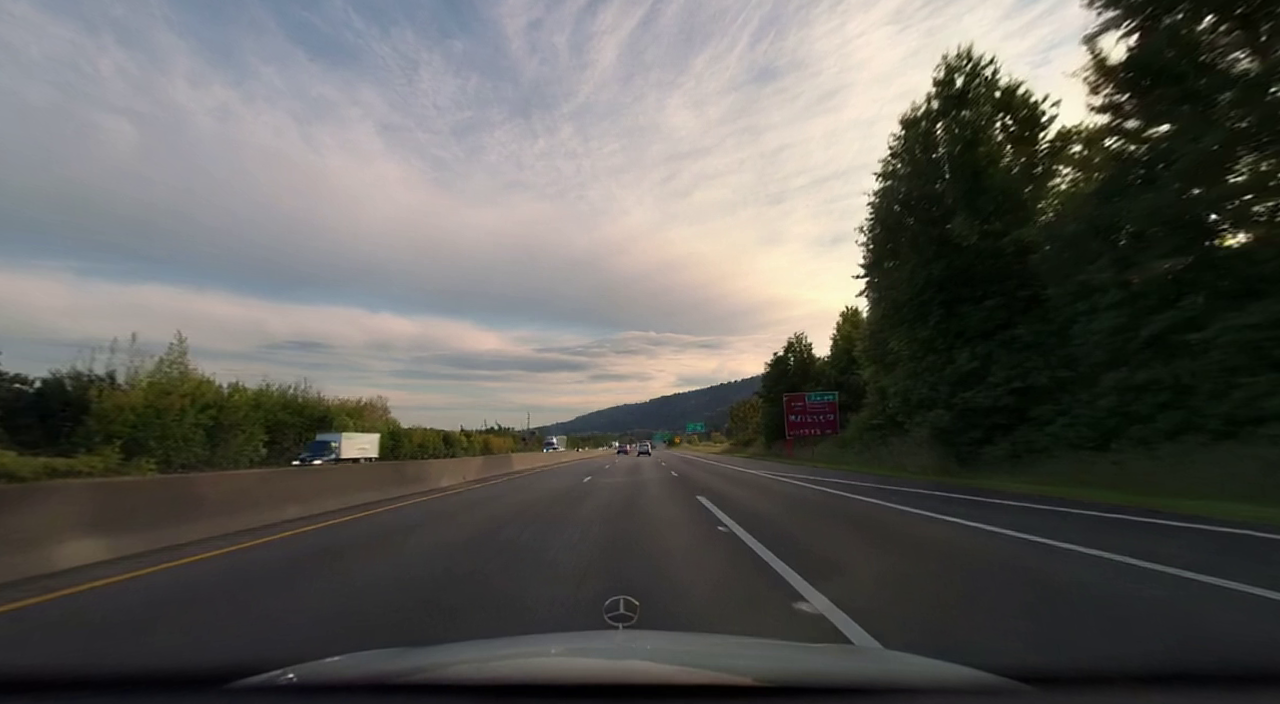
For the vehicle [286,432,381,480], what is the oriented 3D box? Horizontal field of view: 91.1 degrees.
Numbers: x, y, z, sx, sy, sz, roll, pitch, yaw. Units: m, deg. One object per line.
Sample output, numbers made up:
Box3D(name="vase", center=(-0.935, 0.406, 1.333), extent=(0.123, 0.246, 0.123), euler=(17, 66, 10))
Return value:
Box3D(name="vehicle", center=(-19.672, 6.733, 40.917), extent=(2.676, 2.841, 6.852), euler=(-1, -9, 0))
